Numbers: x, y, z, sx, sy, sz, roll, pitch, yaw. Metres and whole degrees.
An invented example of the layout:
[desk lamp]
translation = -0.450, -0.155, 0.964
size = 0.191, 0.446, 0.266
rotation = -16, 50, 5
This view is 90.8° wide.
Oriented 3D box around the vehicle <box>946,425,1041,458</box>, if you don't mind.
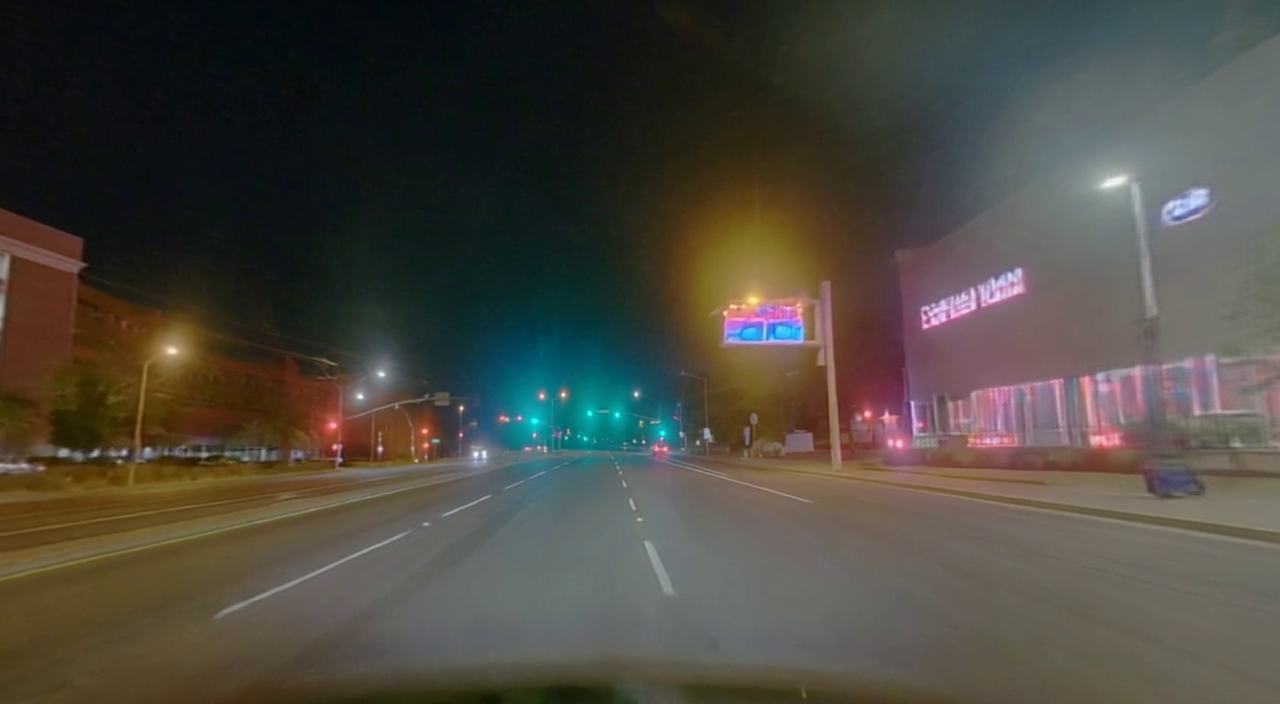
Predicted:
[vehicle]
translation = 16.973, 4.337, 30.611
size = 1.812, 1.467, 4.411
rotation = 0, -8, -4
